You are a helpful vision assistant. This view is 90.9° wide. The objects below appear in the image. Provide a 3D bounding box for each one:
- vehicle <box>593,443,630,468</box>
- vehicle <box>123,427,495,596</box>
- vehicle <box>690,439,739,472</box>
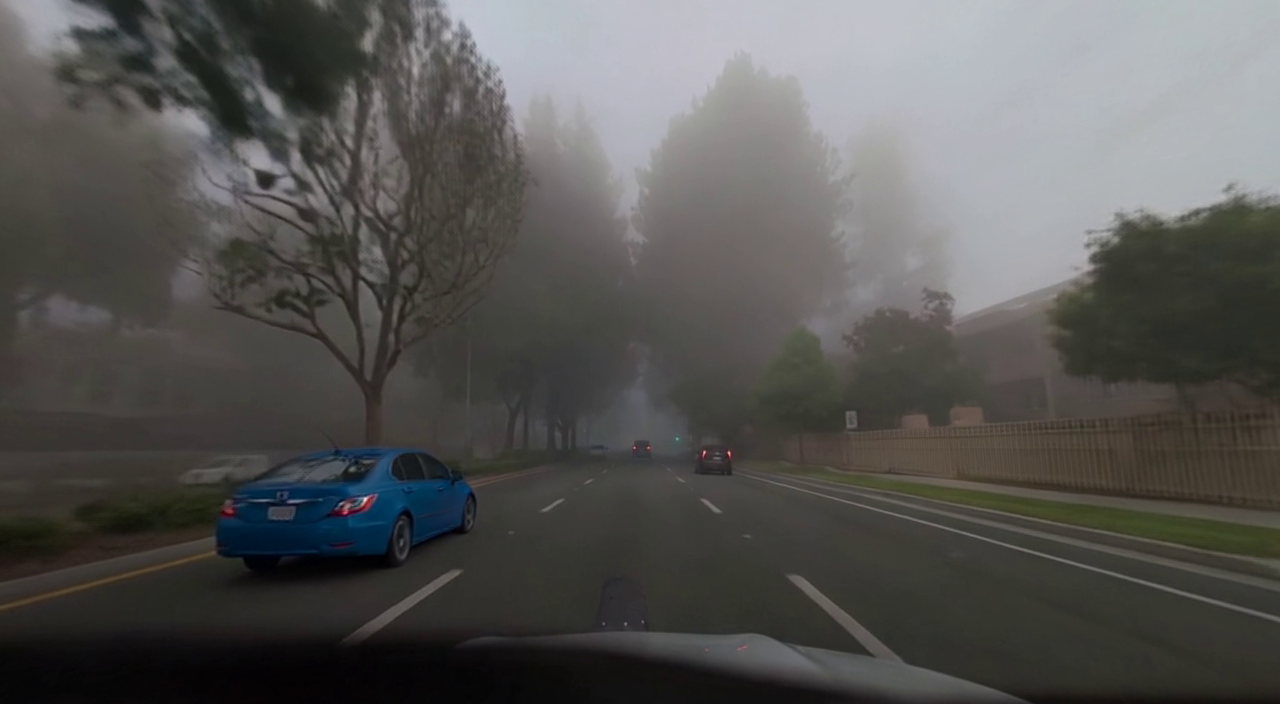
[{"bbox_3d":[-1.750,6.623,40.566,1.940,1.473,4.133,-1,-8,4],"label":"vehicle"},{"bbox_3d":[-3.580,1.814,8.256,2.091,1.503,4.989,0,-8,1],"label":"vehicle"},{"bbox_3d":[4.052,5.661,34.815,2.182,1.688,4.187,0,-8,0],"label":"vehicle"}]
